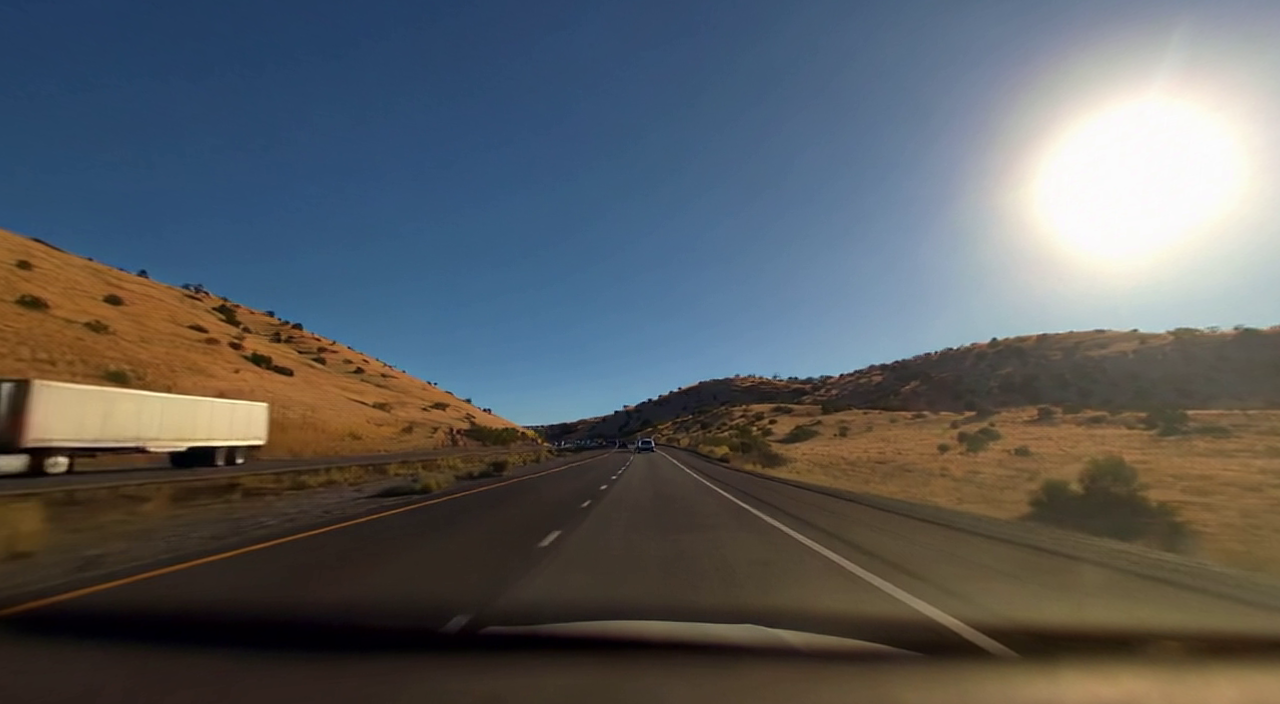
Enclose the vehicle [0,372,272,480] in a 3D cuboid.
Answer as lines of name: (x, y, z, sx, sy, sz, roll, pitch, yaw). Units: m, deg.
vehicle: (-25.927, 4.113, 32.813, 2.897, 4.201, 16.518, 0, -9, 3)
